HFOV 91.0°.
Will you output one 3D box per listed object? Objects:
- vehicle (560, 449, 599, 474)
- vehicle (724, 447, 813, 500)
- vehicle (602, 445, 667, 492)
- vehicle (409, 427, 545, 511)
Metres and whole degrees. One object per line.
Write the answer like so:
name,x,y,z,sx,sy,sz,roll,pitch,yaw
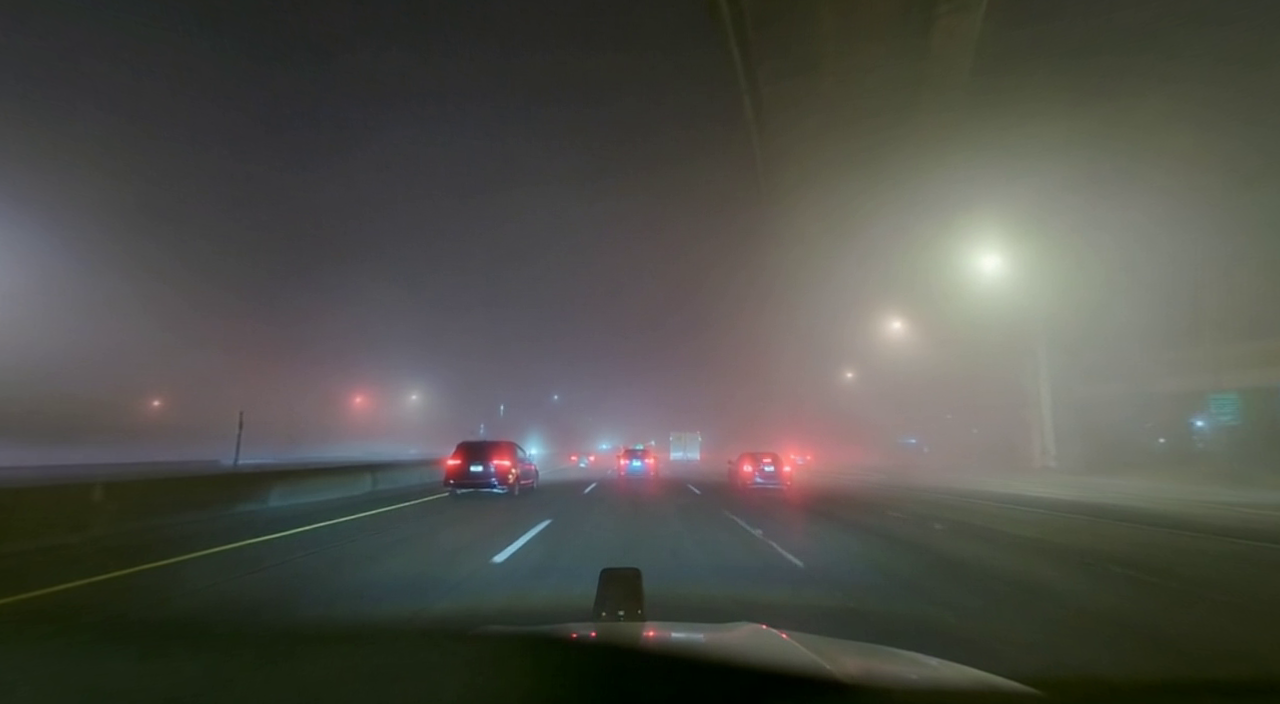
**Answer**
vehicle,-3.645,6.688,38.773,1.868,1.431,4.055,0,-9,2
vehicle,3.987,3.805,20.187,1.974,1.490,3.994,0,-9,0
vehicle,-0.158,4.102,22.525,2.089,1.493,3.964,0,-9,0
vehicle,-3.929,2.909,16.145,2.142,1.819,4.648,0,-9,1
